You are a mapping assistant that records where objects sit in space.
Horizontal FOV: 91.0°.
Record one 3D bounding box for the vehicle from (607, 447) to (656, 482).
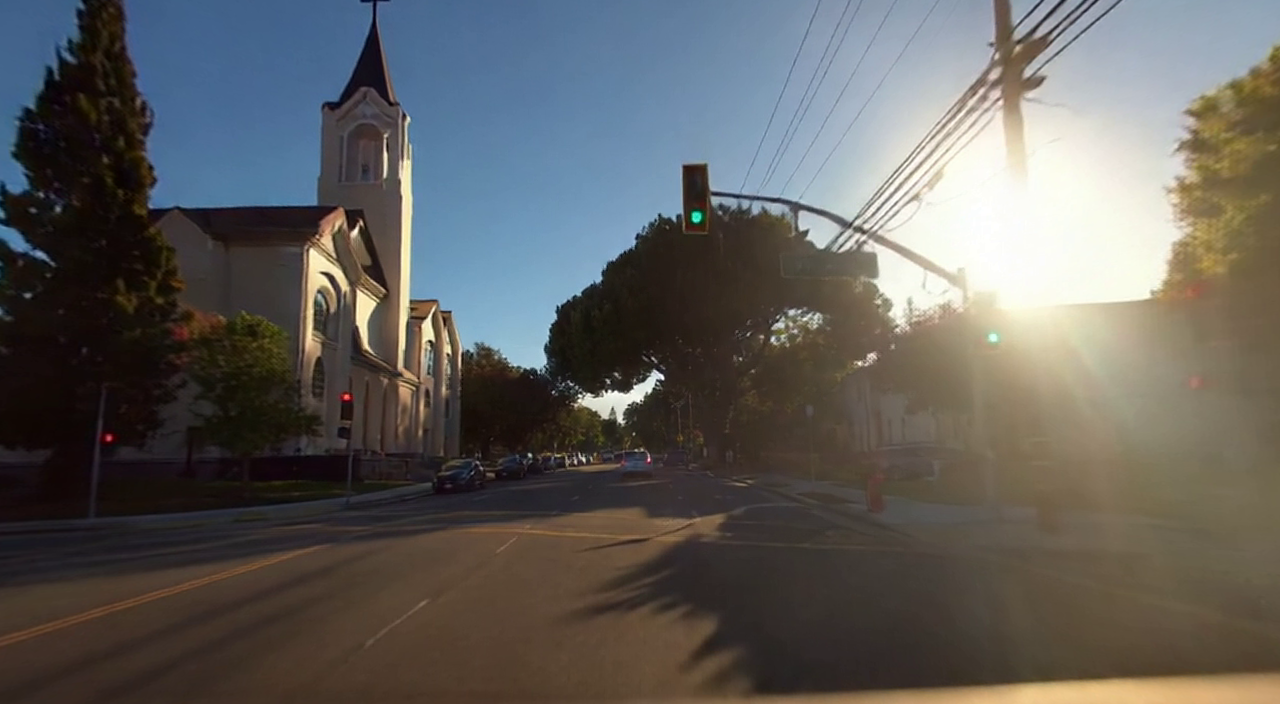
[{"bbox_3d":[-0.388,5.127,28.954,2.093,1.497,4.010,0,-9,-1],"label":"vehicle"}]
